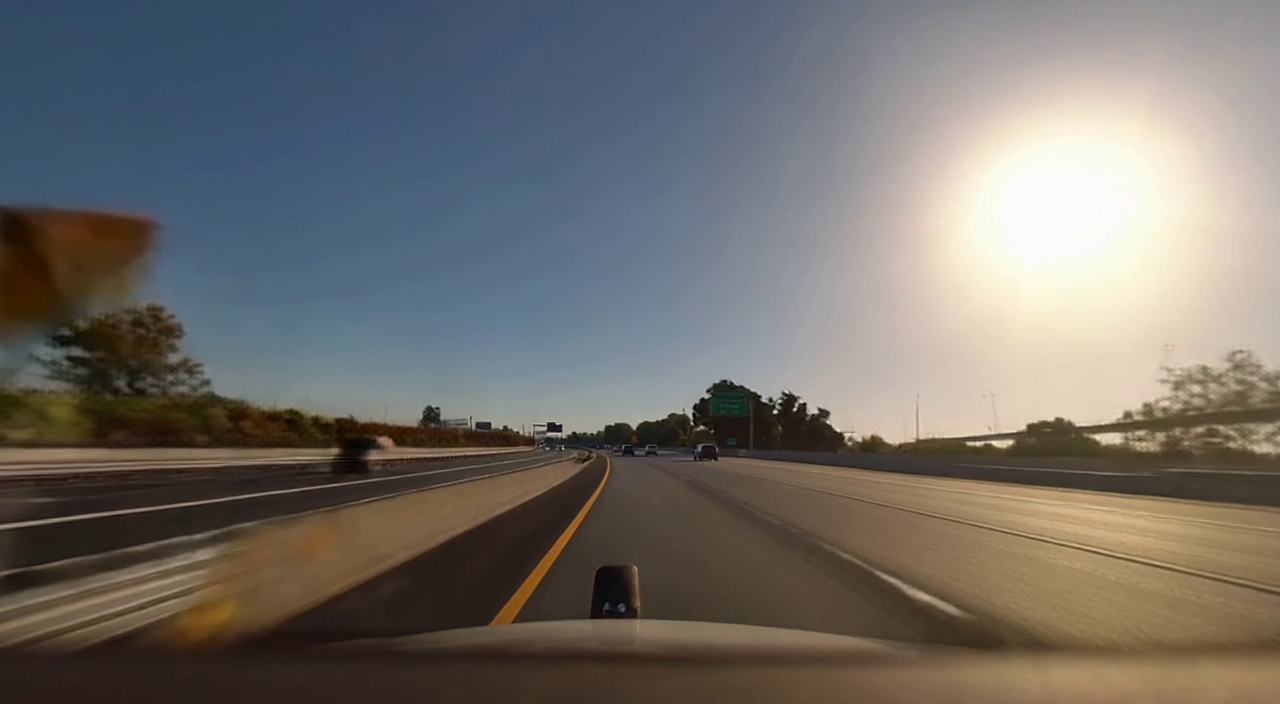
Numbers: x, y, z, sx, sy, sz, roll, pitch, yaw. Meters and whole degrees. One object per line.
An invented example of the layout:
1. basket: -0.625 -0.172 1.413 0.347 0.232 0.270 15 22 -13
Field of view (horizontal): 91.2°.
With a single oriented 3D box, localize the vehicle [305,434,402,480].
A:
1. vehicle: -12.073 4.442 26.779 2.106 1.766 4.400 0 -9 -1
